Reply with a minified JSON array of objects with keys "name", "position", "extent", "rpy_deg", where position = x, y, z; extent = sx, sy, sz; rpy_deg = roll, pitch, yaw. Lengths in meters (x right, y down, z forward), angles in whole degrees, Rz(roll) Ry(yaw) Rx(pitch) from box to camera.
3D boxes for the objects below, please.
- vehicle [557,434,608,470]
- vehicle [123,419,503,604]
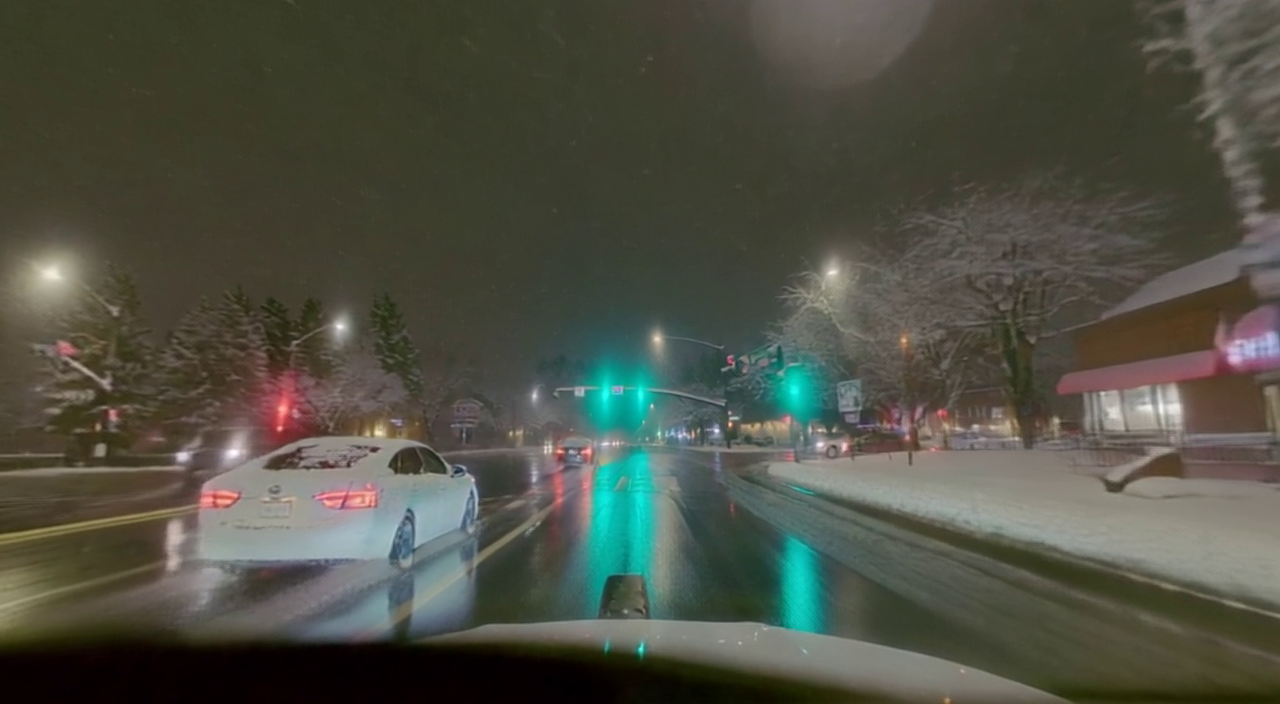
[{"name":"vehicle","position":[-2.882,5.127,32.518],"extent":[2.109,1.692,4.220],"rpy_deg":[0,-8,1]},{"name":"vehicle","position":[-3.128,1.609,7.349],"extent":[2.018,1.477,4.401],"rpy_deg":[0,-8,1]}]
